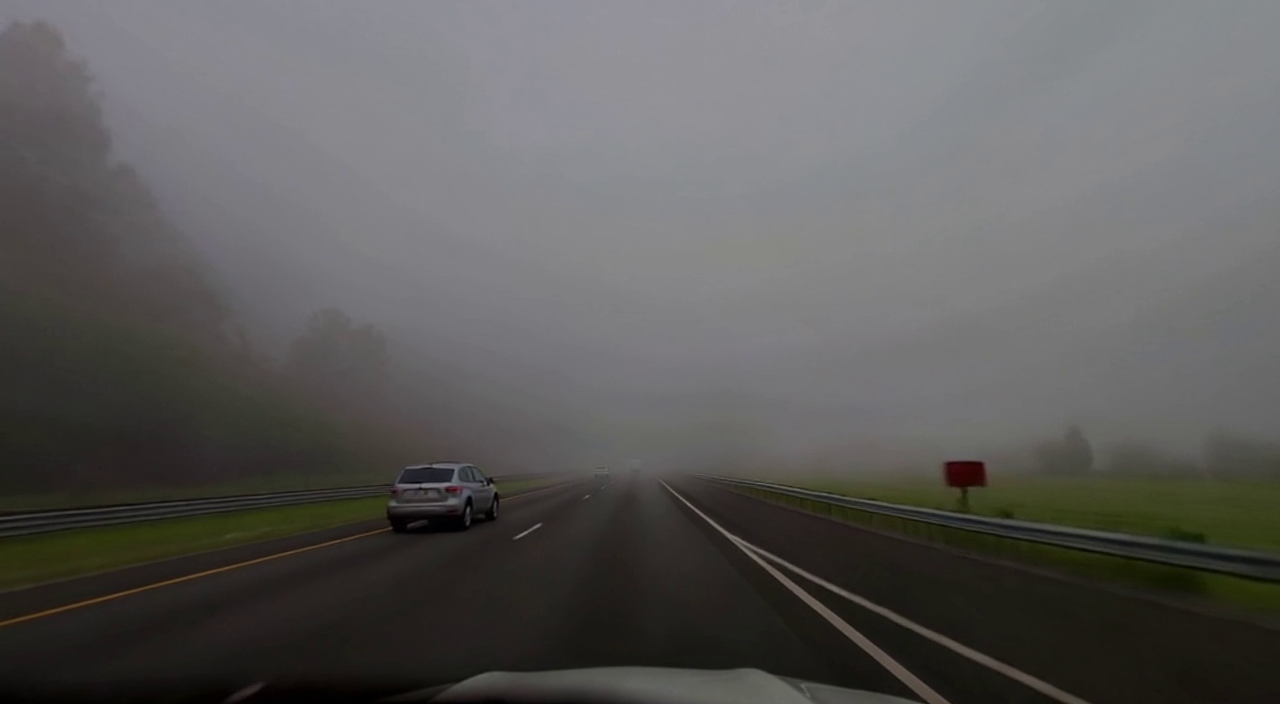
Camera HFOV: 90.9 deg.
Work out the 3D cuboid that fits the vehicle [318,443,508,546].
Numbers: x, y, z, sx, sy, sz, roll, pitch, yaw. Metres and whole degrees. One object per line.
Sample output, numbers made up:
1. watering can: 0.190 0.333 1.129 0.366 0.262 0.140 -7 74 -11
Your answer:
1. vehicle: -4.119 2.717 12.498 1.928 1.593 4.871 1 -10 0
